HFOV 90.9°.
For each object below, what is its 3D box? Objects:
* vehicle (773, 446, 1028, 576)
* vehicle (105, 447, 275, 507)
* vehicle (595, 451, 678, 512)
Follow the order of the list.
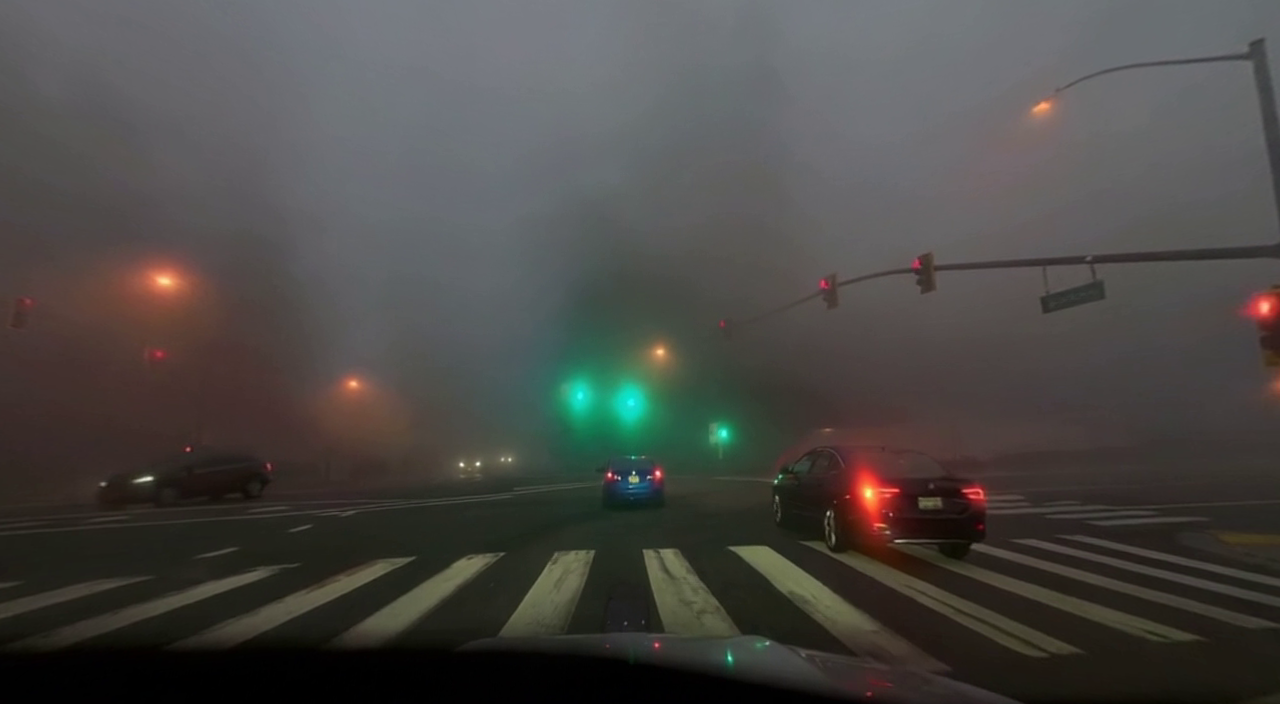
[{"bbox_3d":[3.354,2.084,9.140,1.860,1.430,4.089,0,-8,-2],"label":"vehicle"},{"bbox_3d":[-15.141,4.181,21.666,2.126,1.782,4.880,0,-8,2],"label":"vehicle"},{"bbox_3d":[-0.092,3.602,18.039,2.094,1.481,4.078,0,-8,0],"label":"vehicle"}]
